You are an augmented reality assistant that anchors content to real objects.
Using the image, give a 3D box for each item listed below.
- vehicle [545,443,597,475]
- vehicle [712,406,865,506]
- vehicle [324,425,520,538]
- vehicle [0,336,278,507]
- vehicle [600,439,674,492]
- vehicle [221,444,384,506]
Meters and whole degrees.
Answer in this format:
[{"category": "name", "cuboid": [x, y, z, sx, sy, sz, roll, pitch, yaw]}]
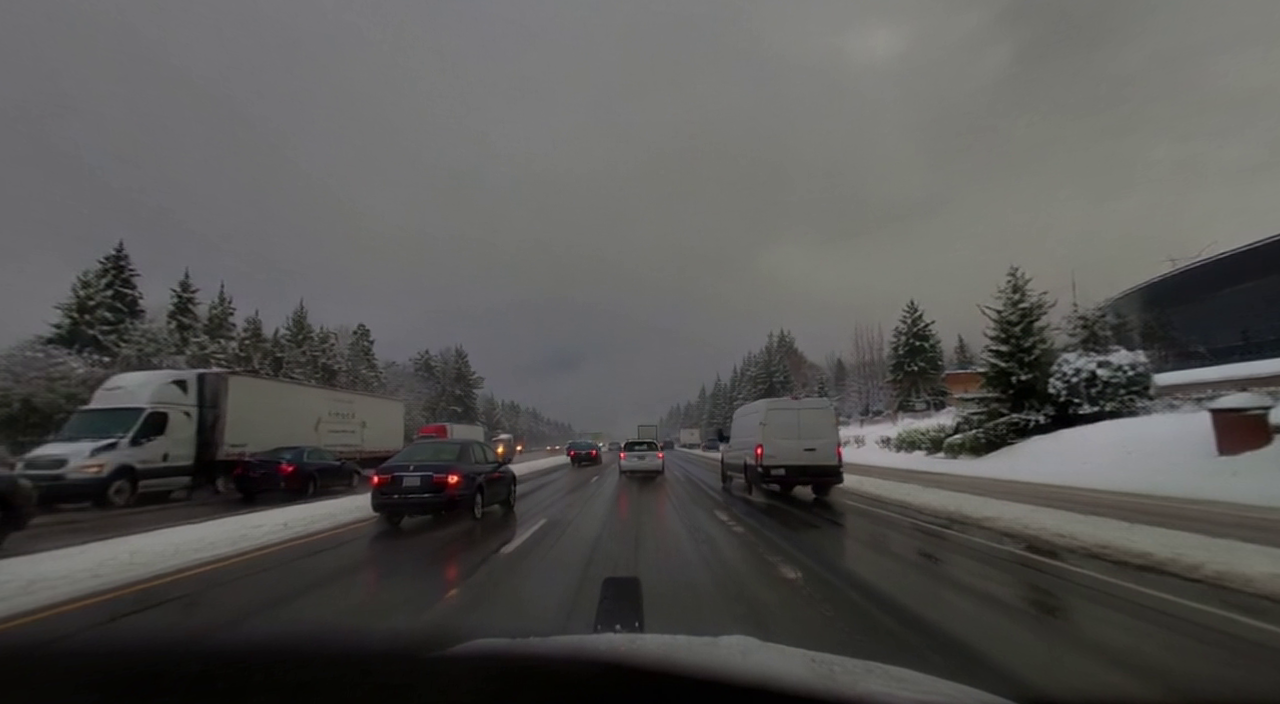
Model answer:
[{"category": "vehicle", "cuboid": [-3.344, 5.277, 31.252, 2.062, 1.459, 4.365, 0, -9, 0]}, {"category": "vehicle", "cuboid": [3.455, 2.608, 16.119, 2.460, 2.086, 5.576, 0, -9, -1]}, {"category": "vehicle", "cuboid": [-3.548, 2.197, 11.255, 1.956, 1.602, 4.258, 0, -9, 0]}, {"category": "vehicle", "cuboid": [-15.278, 2.270, 19.244, 3.043, 4.038, 8.794, 0, -9, 0]}, {"category": "vehicle", "cuboid": [-0.101, 3.488, 19.691, 2.053, 1.461, 3.941, 0, -9, 0]}, {"category": "vehicle", "cuboid": [-9.044, 3.302, 17.416, 1.937, 1.450, 4.569, 0, -9, 0]}]
